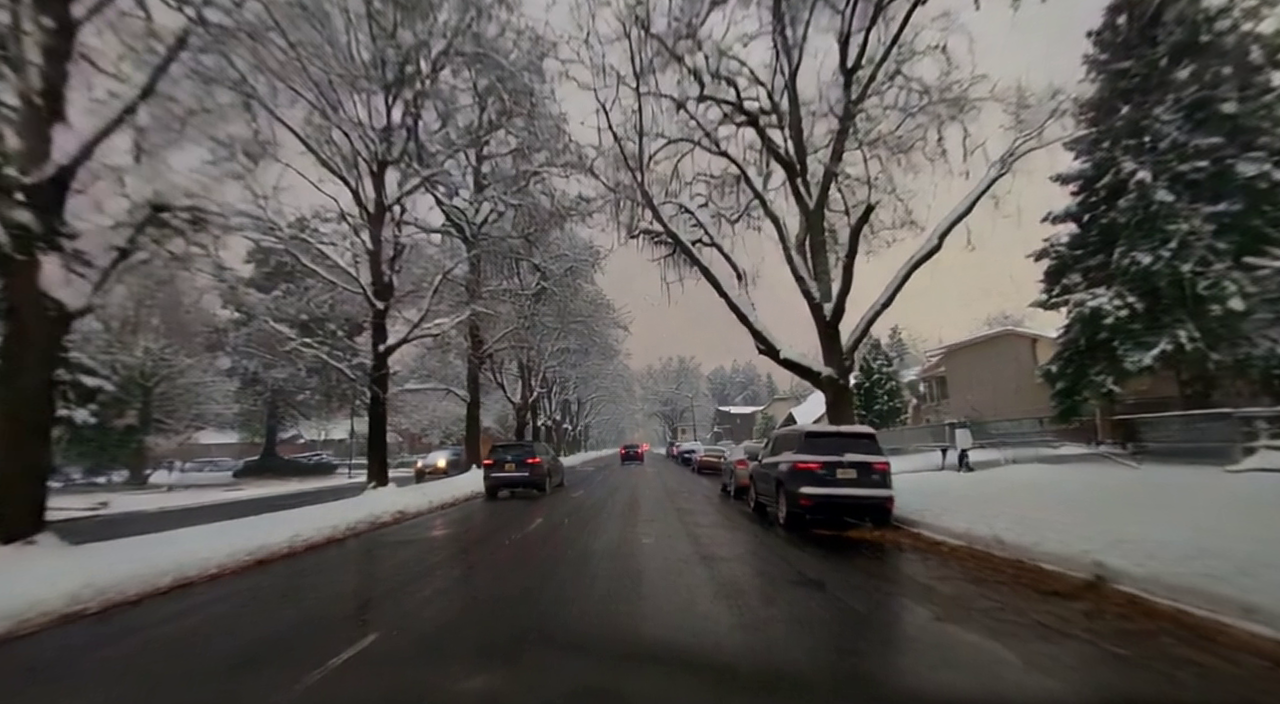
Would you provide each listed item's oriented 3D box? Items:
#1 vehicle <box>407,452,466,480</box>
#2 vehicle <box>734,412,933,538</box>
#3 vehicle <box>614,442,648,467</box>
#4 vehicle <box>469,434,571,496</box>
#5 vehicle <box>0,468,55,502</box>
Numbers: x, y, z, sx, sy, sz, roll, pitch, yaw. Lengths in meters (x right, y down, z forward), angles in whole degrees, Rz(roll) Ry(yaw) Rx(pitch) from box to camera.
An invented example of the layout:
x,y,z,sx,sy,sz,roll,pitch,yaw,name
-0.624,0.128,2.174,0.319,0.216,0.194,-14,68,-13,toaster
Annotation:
x,y,z,sx,sy,sz,roll,pitch,yaw,name
-11.919,6.687,37.309,2.167,1.497,4.256,0,-9,-1,vehicle
3.243,2.225,12.077,2.090,1.839,5.495,0,-9,0,vehicle
-0.555,6.703,41.445,2.142,1.548,4.273,0,-9,0,vehicle
-3.495,3.410,19.434,2.129,1.668,4.722,0,-9,1,vehicle
-38.381,7.969,37.883,2.093,1.866,4.589,-9,-12,44,vehicle
